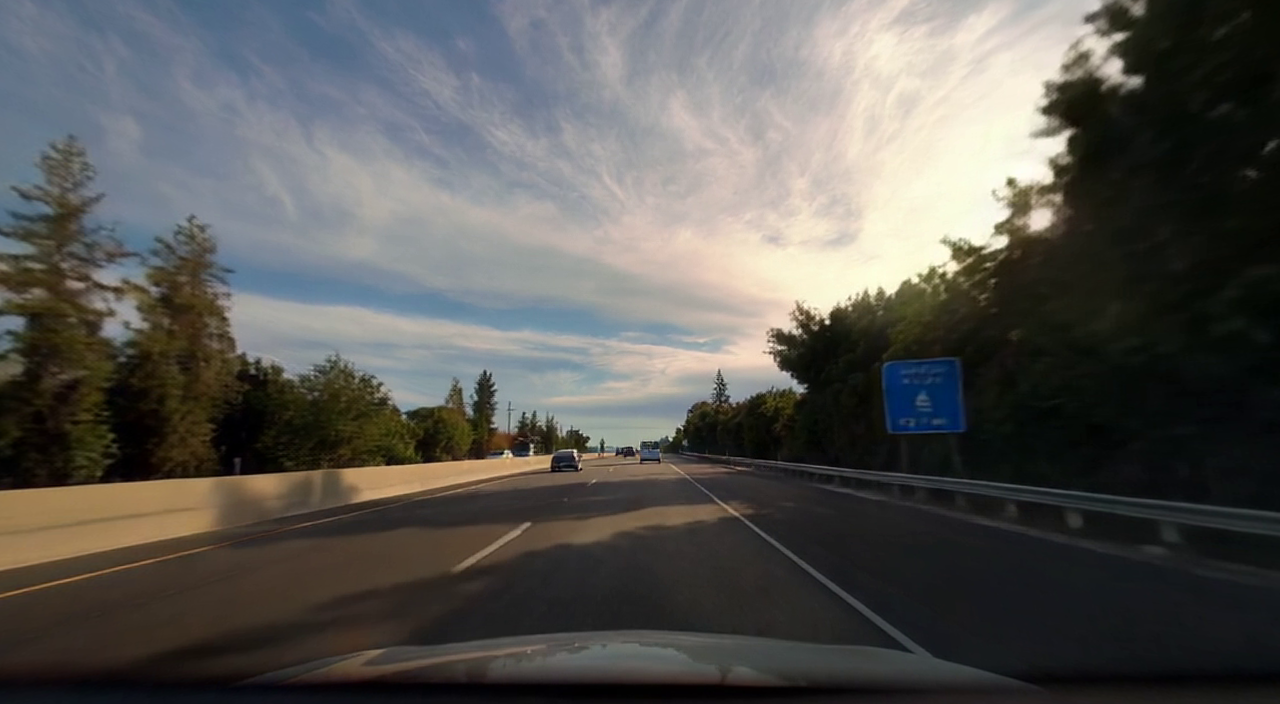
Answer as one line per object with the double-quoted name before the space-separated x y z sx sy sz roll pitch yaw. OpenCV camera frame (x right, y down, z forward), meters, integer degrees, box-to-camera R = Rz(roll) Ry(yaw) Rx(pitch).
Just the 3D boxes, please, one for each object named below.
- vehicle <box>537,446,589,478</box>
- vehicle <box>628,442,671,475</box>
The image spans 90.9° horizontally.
"vehicle" -3.793 5.487 31.640 1.998 1.460 4.422 0 -9 1
"vehicle" 0.481 5.736 34.162 2.172 1.687 3.929 0 -9 0
